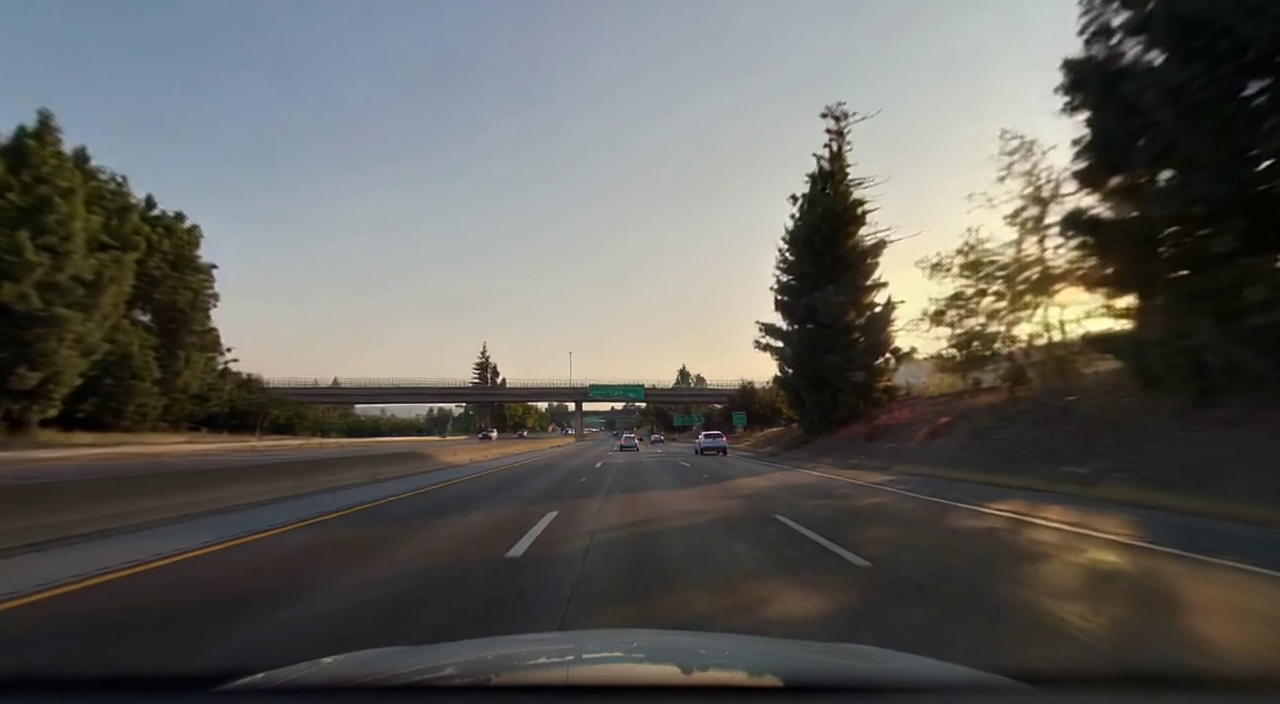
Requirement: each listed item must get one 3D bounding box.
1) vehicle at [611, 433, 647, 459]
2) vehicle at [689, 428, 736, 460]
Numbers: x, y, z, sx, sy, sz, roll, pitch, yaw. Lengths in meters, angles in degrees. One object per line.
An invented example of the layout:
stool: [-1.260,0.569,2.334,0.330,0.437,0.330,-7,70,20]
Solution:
vehicle: [-0.657,5.433,36.696,1.987,1.440,3.565,0,-8,-2]
vehicle: [3.777,4.874,33.477,1.892,1.600,3.782,0,-8,-2]
